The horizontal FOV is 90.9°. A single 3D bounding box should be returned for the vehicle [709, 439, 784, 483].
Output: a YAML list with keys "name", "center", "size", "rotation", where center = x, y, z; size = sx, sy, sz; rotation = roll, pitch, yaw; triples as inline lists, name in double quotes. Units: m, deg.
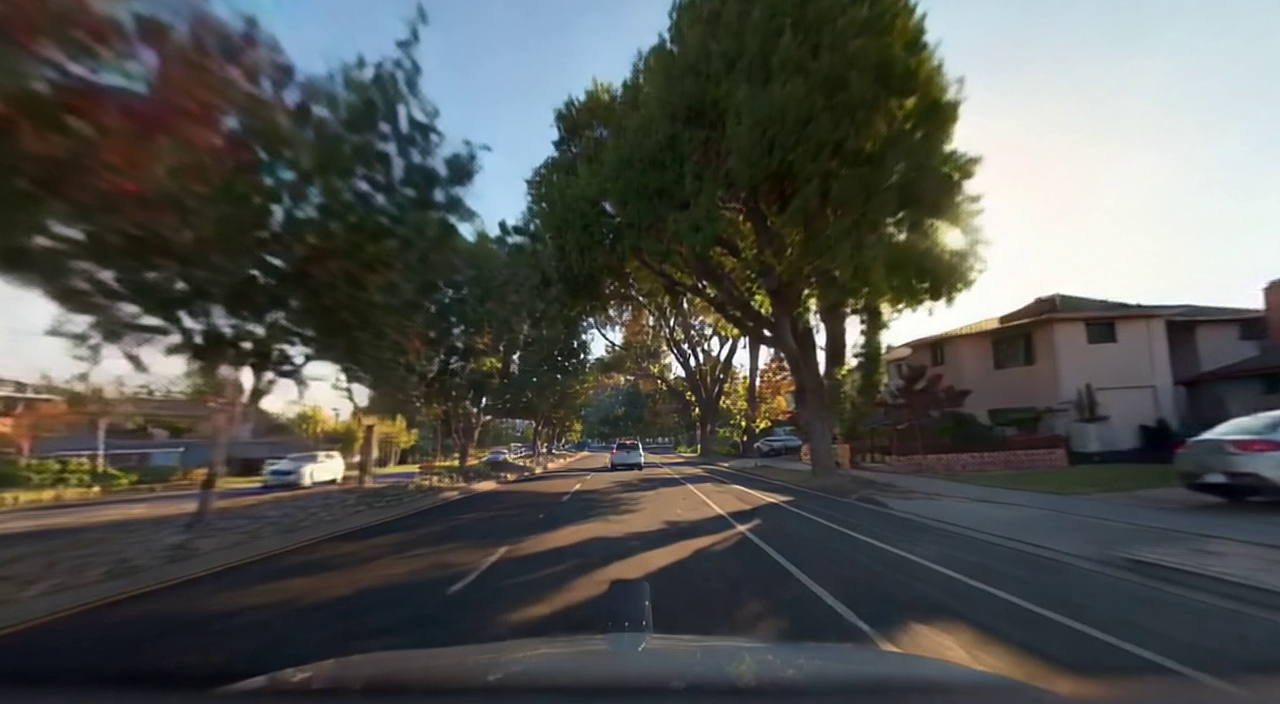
- name: "vehicle"
  center: [4.003, 4.164, 24.490]
  size: [2.045, 1.517, 4.394]
  rotation: [0, -8, -1]

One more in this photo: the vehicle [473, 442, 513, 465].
- name: "vehicle"
  center: [-11.372, 7.879, 48.973]
  size: [2.007, 1.689, 4.541]
  rotation: [0, -8, 0]

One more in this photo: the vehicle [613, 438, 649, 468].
- name: "vehicle"
  center: [-0.575, 5.928, 37.281]
  size: [2.024, 1.655, 4.301]
  rotation: [0, -8, -2]

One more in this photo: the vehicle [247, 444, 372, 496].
- name: "vehicle"
  center: [-11.664, 4.153, 22.649]
  size: [2.065, 1.644, 4.412]
  rotation: [-1, -8, 0]

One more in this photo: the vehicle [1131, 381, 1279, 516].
- name: "vehicle"
  center: [11.553, 1.464, 9.761]
  size: [5.876, 1.828, 2.268]
  rotation: [0, -8, 1]
